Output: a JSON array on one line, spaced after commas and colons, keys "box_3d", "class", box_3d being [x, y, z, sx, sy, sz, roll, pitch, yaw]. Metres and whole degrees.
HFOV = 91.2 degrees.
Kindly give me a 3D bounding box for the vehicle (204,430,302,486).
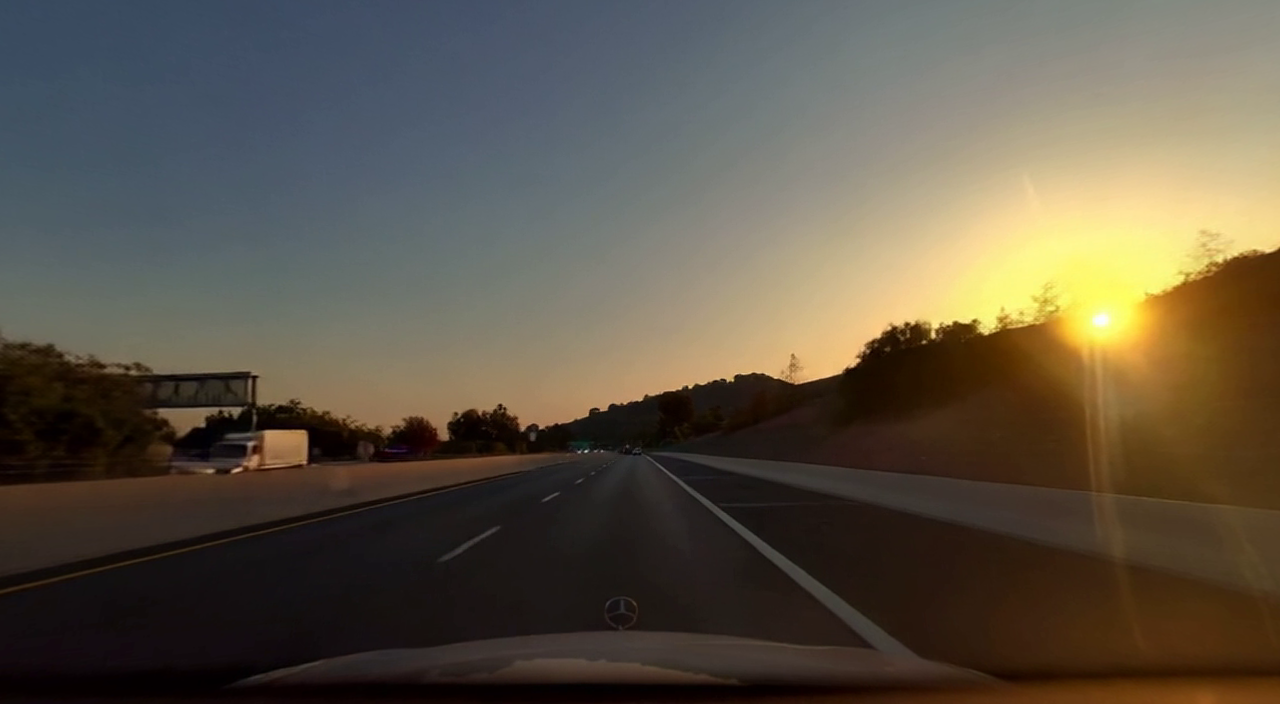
[{"box_3d": [-25.628, 7.066, 42.017, 2.844, 3.341, 7.695, 1, -9, -11], "class": "vehicle"}]
